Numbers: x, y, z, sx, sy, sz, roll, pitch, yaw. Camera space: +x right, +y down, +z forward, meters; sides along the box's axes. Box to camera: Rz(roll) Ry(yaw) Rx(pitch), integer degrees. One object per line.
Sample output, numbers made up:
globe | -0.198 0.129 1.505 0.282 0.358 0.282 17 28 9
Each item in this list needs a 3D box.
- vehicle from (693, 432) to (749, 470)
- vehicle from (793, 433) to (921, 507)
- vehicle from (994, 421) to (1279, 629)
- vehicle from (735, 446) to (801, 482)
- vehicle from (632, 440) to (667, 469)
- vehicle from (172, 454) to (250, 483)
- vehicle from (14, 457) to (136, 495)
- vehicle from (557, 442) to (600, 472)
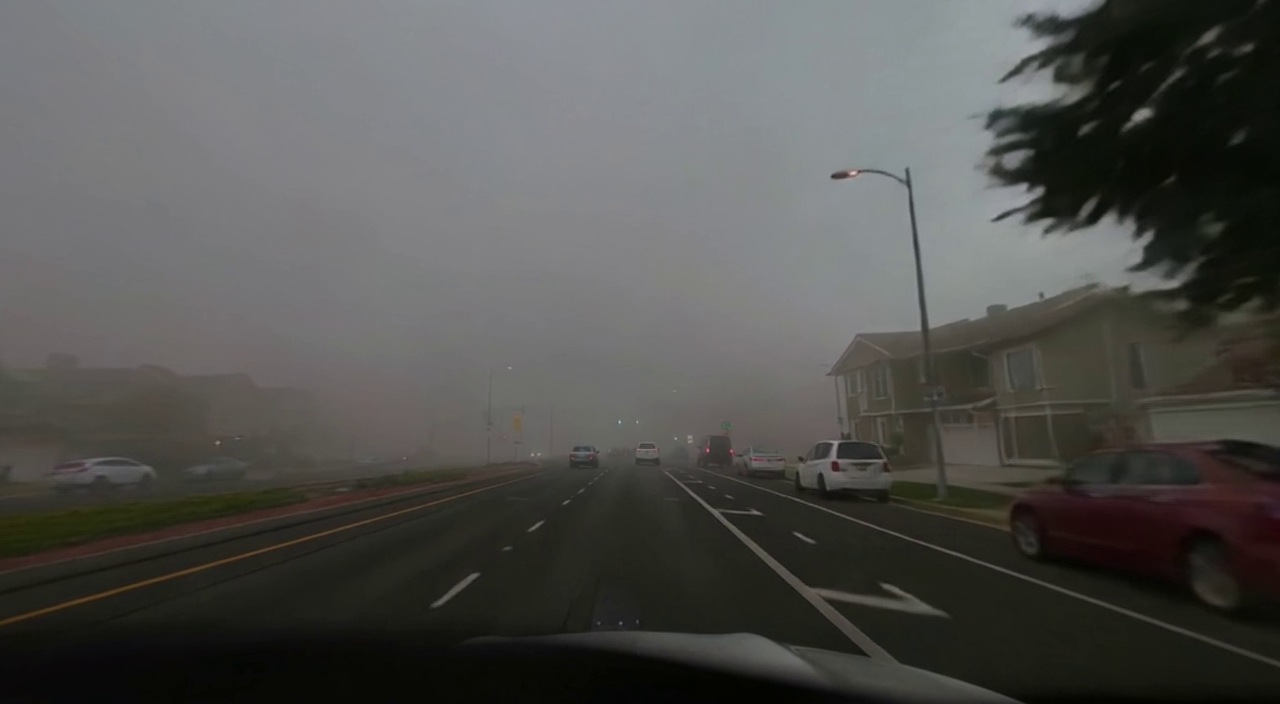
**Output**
vehicle | 5.369 6.761 43.410 2.763 2.329 7.864 0 -9 0
vehicle | 5.764 3.191 17.504 2.020 1.762 4.559 0 -9 2
vehicle | 5.868 1.568 6.362 1.900 1.611 4.320 0 -9 -3
vehicle | 5.719 5.056 28.868 1.910 1.520 4.375 0 -9 -3
vehicle | 0.590 7.106 43.812 2.273 1.851 5.075 0 -9 -1
vehicle | -25.678 6.969 37.994 1.794 1.595 4.123 0 -9 0
vehicle | -25.899 5.660 29.162 1.855 1.552 4.092 0 -9 -1
vehicle | -3.814 6.658 40.201 2.233 1.775 4.491 0 -9 1
